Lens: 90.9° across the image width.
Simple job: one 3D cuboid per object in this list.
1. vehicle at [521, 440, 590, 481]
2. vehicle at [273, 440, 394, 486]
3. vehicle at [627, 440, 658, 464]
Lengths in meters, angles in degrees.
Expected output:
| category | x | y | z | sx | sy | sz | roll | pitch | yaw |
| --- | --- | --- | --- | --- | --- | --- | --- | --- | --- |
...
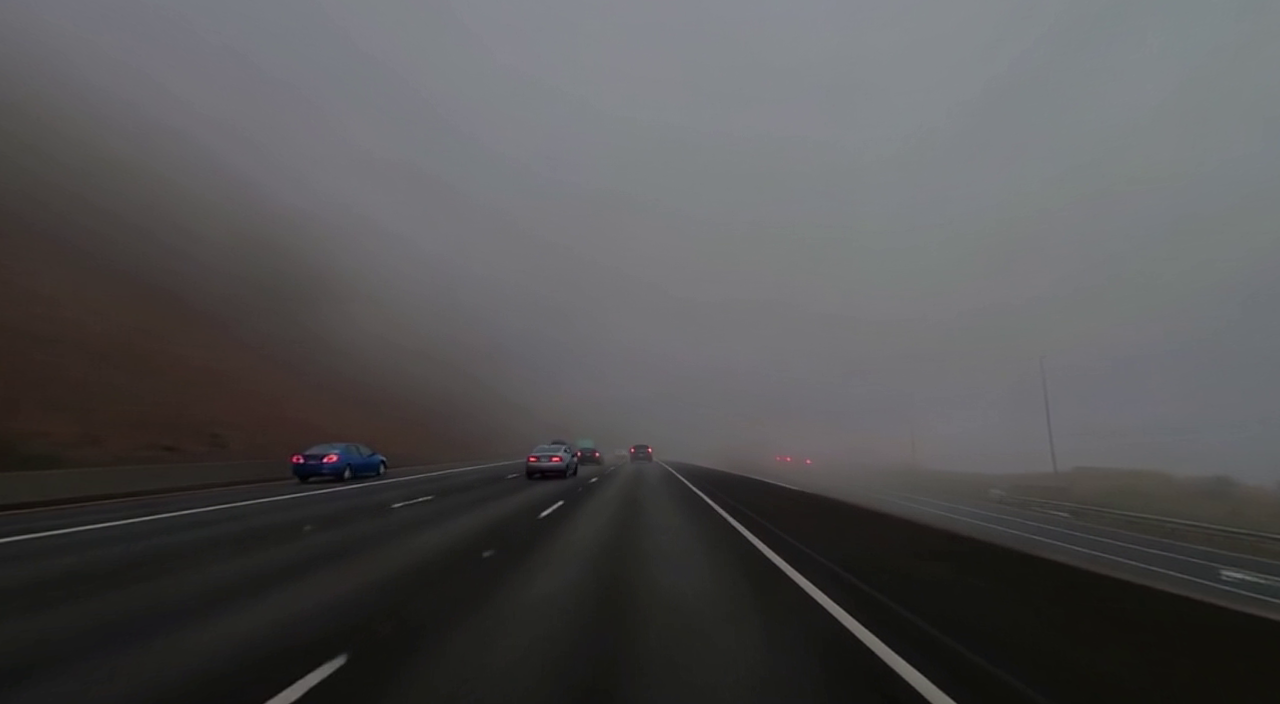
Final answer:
| category | x | y | z | sx | sy | sz | roll | pitch | yaw |
| --- | --- | --- | --- | --- | --- | --- | --- | --- | --- |
| vehicle | -3.316 | 4.377 | 25.739 | 2.080 | 1.505 | 4.649 | -1 | -8 | 2 |
| vehicle | -11.120 | 4.042 | 23.374 | 1.945 | 1.466 | 4.947 | -1 | -8 | 1 |
| vehicle | 0.207 | 7.295 | 46.171 | 2.138 | 1.674 | 4.044 | -1 | -8 | 1 |
